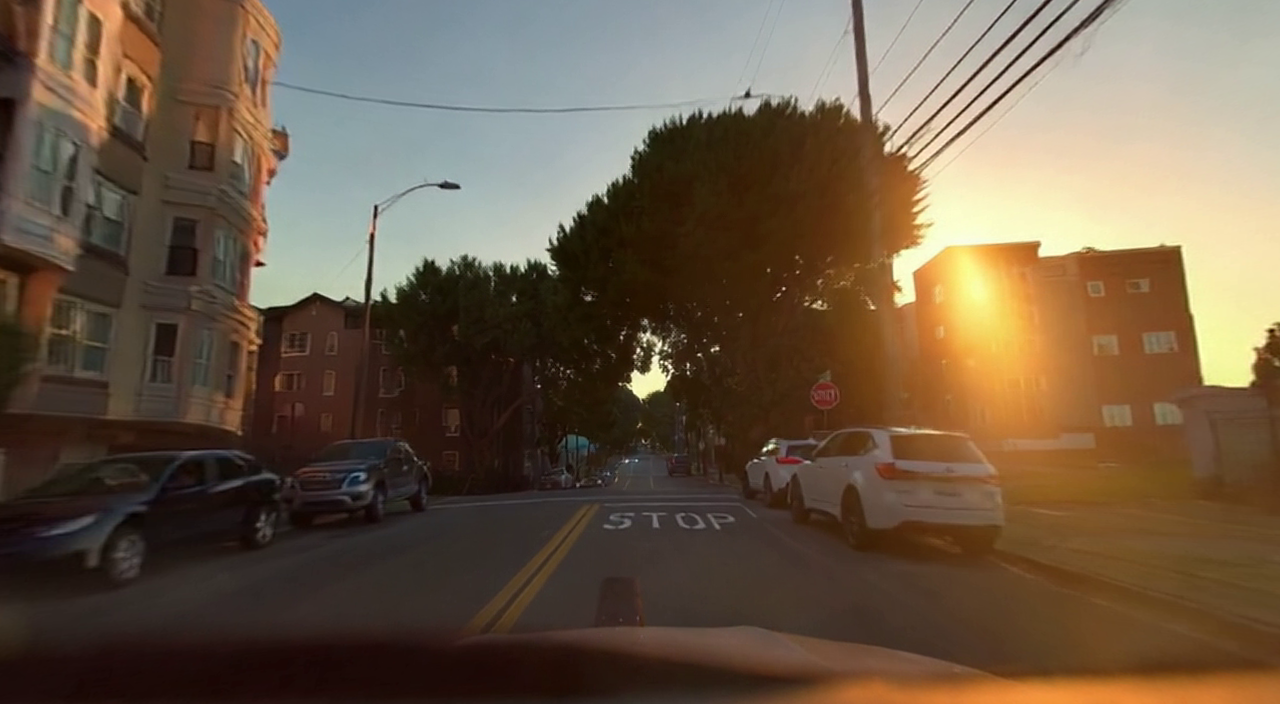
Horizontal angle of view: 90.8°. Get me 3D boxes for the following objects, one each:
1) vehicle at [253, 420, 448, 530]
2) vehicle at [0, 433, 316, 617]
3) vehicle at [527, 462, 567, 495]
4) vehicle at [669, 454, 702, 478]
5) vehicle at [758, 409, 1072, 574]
[{"bbox_3d":[-6.117,2.738,14.249,2.076,1.913,5.060,-3,-10,-1],"label":"vehicle"},{"bbox_3d":[-6.295,1.927,8.003,2.069,1.647,4.359,-2,-8,0],"label":"vehicle"},{"bbox_3d":[-5.894,8.030,40.351,1.987,1.662,4.141,-2,-7,-1],"label":"vehicle"},{"bbox_3d":[3.376,8.653,48.001,2.051,1.526,4.673,0,-7,-2],"label":"vehicle"},{"bbox_3d":[3.337,1.800,8.984,2.154,1.699,4.591,0,-8,-4],"label":"vehicle"}]
